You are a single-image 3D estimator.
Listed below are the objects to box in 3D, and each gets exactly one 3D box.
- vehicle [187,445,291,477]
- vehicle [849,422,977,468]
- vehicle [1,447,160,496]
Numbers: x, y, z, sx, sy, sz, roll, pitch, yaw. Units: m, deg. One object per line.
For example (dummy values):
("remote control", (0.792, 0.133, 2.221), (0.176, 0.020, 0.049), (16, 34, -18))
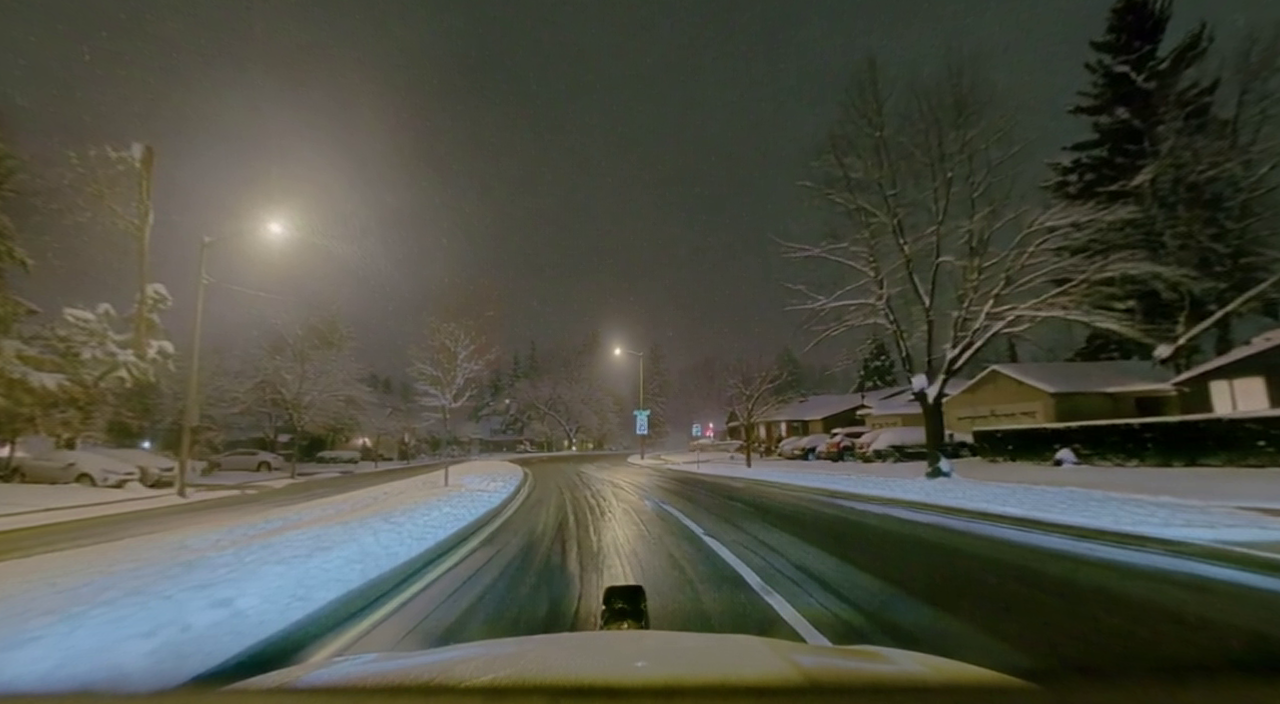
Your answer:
("vehicle", (-24.845, 6.740, 39.232), (4.879, 1.854, 2.265), (2, -9, -15))
("vehicle", (12.225, 4.228, 28.565), (4.693, 1.764, 2.265), (-4, -9, 7))
("vehicle", (-21.146, 4.487, 24.006), (3.899, 1.729, 2.064), (1, -8, -7))
